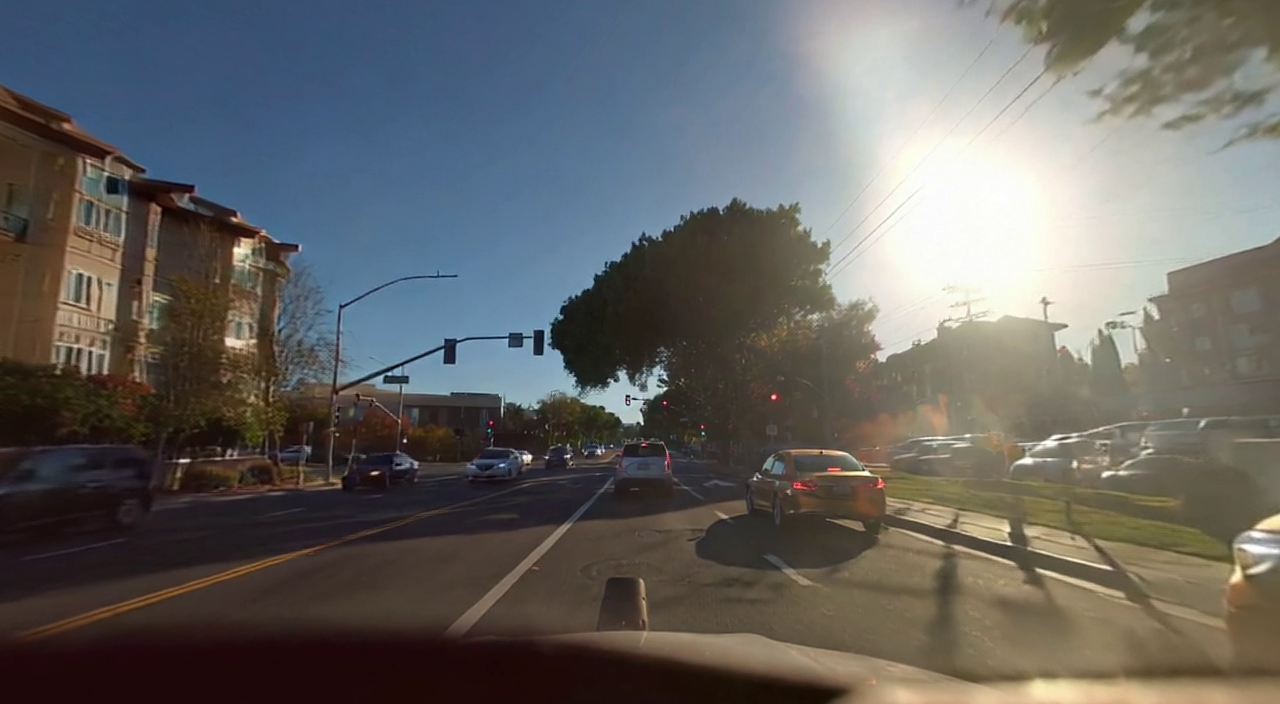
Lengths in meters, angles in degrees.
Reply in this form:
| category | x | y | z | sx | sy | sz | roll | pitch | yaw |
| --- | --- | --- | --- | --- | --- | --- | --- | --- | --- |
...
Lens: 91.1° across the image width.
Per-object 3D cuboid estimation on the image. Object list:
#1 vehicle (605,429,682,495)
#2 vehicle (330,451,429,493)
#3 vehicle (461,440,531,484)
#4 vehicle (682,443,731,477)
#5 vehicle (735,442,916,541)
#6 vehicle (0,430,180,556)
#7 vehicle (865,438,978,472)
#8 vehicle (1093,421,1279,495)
| category | x | y | z | sx | sy | sz | roll | pitch | yaw |
| --- | --- | --- | --- | --- | --- | --- | --- | --- | --- |
| vehicle | 0.093 | 3.610 | 20.917 | 2.296 | 1.947 | 4.168 | 0 | -8 | 0 |
| vehicle | -10.007 | 4.615 | 24.557 | 1.962 | 1.458 | 4.505 | 0 | -8 | 0 |
| vehicle | -6.416 | 4.944 | 28.526 | 2.092 | 1.802 | 4.270 | 0 | -8 | 1 |
| vehicle | 3.584 | 5.908 | 34.592 | 2.138 | 1.729 | 4.178 | 0 | -8 | -1 |
| vehicle | 3.154 | 2.455 | 11.790 | 1.900 | 1.478 | 4.425 | 0 | -8 | -2 |
| vehicle | -10.172 | 2.159 | 9.930 | 2.161 | 1.764 | 4.725 | 0 | -8 | 0 |
| vehicle | 13.675 | 5.024 | 30.745 | 4.507 | 1.610 | 2.045 | 0 | -9 | 0 |
| vehicle | 13.685 | 2.447 | 14.672 | 4.648 | 1.583 | 2.018 | 0 | -9 | -3 |
